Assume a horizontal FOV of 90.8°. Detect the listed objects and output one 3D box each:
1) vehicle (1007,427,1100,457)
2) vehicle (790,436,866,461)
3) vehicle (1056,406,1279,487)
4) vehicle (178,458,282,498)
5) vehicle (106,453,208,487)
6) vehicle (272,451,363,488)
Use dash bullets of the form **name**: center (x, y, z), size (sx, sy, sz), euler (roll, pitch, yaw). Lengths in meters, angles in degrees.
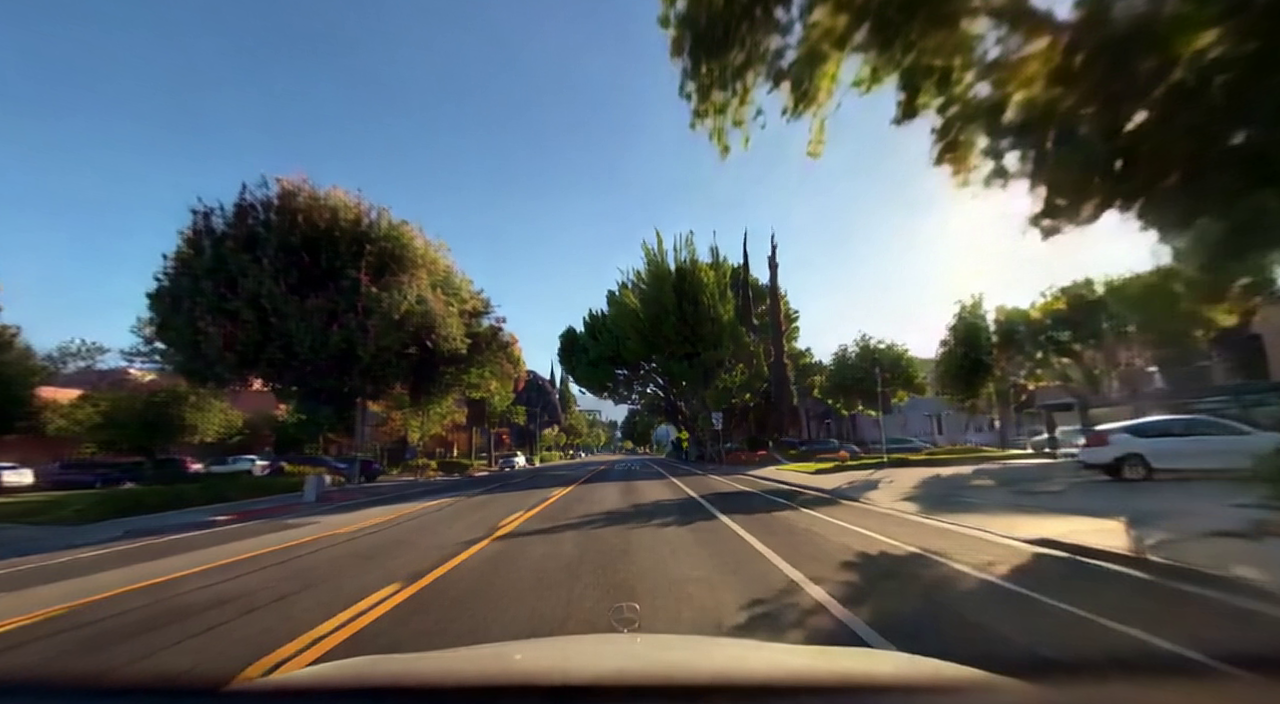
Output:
- **vehicle**: center (22.332, 4.832, 34.103), size (4.750, 1.505, 1.928), euler (3, -9, -26)
- **vehicle**: center (12.815, 6.588, 43.084), size (4.554, 1.668, 1.974), euler (-5, -10, 28)
- **vehicle**: center (12.715, 2.214, 14.790), size (4.632, 1.701, 1.975), euler (-4, -10, 26)
- **vehicle**: center (-17.343, 5.265, 26.679), size (4.708, 1.472, 1.994), euler (-6, -11, 35)
- **vehicle**: center (-27.686, 6.755, 36.447), size (4.417, 1.747, 1.954), euler (5, -10, -33)
- **vehicle**: center (-16.560, 5.960, 32.402), size (4.311, 1.746, 1.984), euler (-5, -10, 29)
